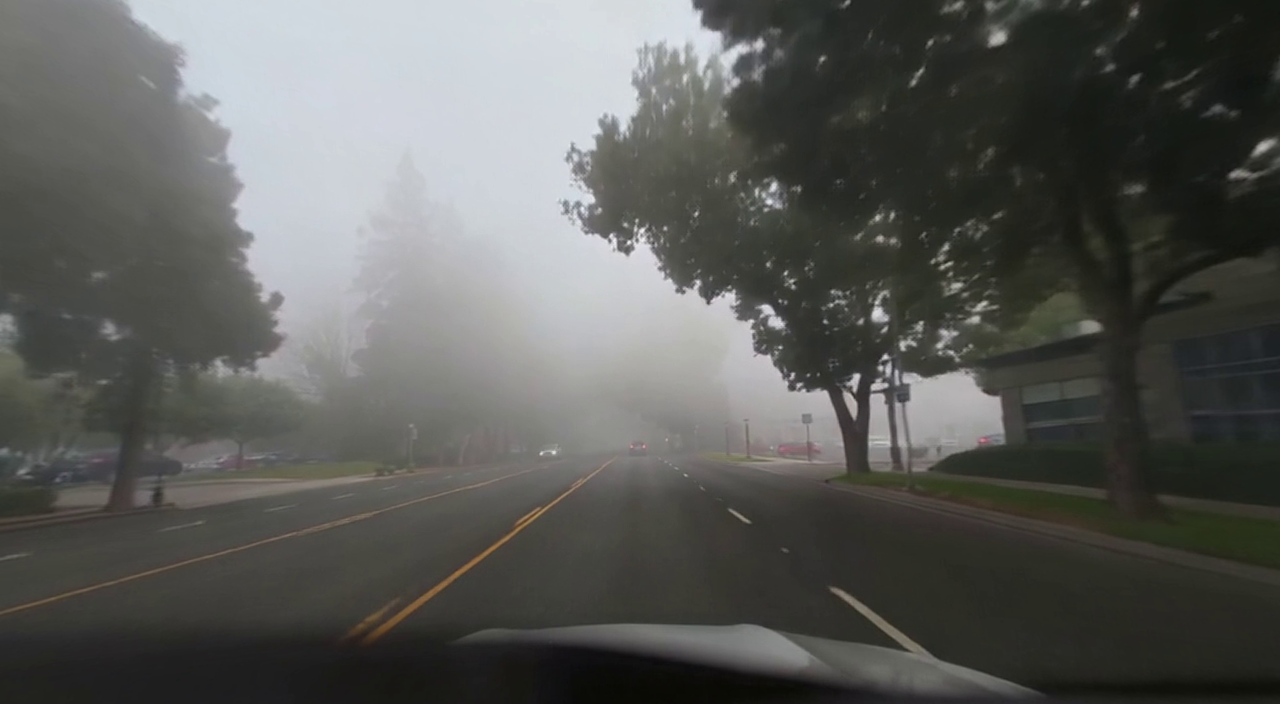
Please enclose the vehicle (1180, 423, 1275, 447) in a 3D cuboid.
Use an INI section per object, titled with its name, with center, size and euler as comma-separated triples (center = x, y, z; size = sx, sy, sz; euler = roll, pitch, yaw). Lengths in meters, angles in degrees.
[vehicle]
center = 38.588, 5.474, 41.677
size = 1.860, 1.467, 4.614
euler = -1, -8, 2
